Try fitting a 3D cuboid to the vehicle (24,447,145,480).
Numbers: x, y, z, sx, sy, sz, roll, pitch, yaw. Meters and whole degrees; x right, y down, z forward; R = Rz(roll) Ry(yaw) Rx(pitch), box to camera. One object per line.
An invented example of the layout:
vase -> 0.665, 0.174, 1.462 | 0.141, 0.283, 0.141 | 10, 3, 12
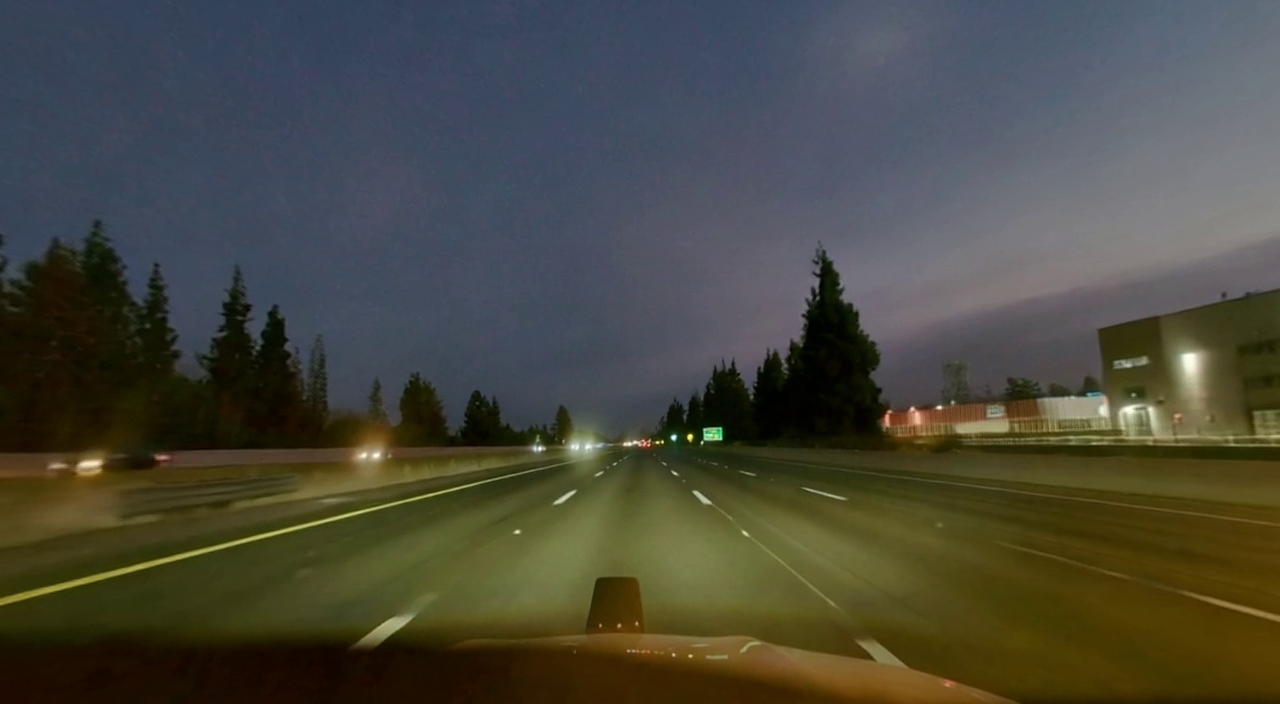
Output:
vehicle -> -29.158, 5.847, 33.300 | 1.952, 1.520, 4.798 | -1, -9, 1
